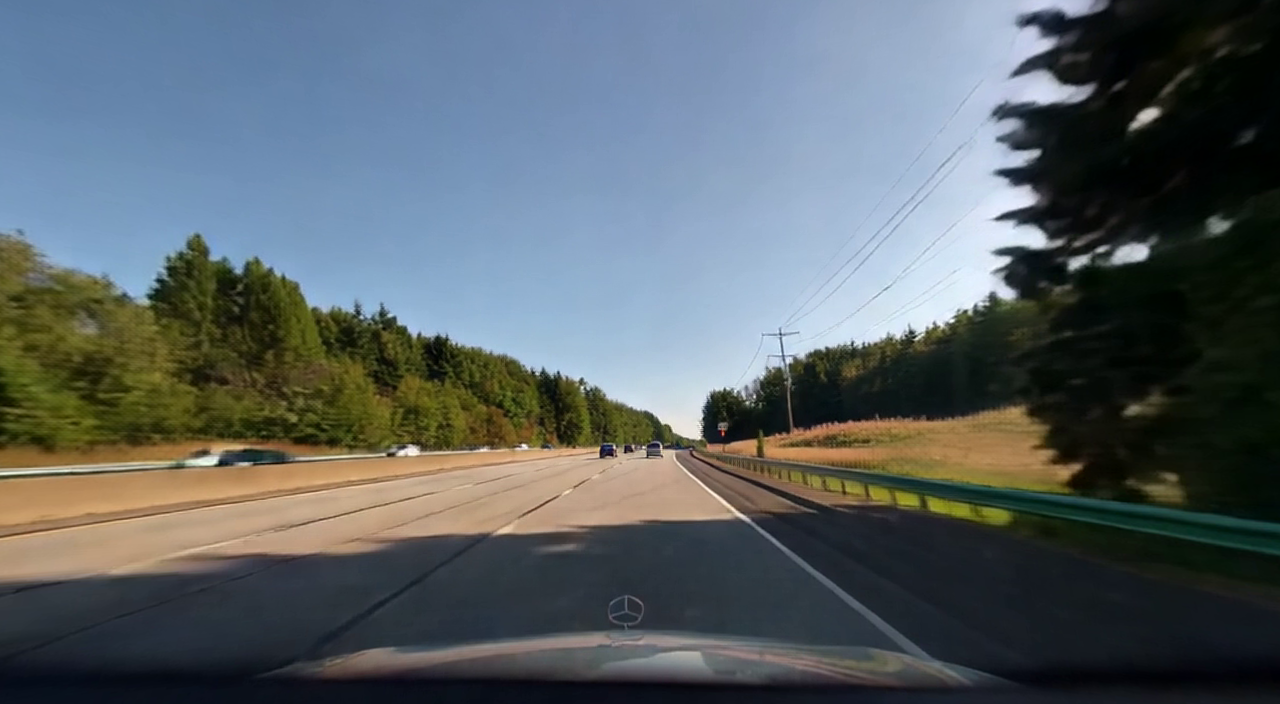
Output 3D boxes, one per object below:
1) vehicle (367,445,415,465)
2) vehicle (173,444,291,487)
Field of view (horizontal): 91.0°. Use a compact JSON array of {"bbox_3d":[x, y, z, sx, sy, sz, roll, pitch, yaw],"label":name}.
[{"bbox_3d":[-19.180,7.952,48.690,1.847,1.442,4.222,0,-8,2],"label":"vehicle"},{"bbox_3d":[-15.646,4.348,24.445,1.893,1.494,3.933,0,-8,1],"label":"vehicle"}]
